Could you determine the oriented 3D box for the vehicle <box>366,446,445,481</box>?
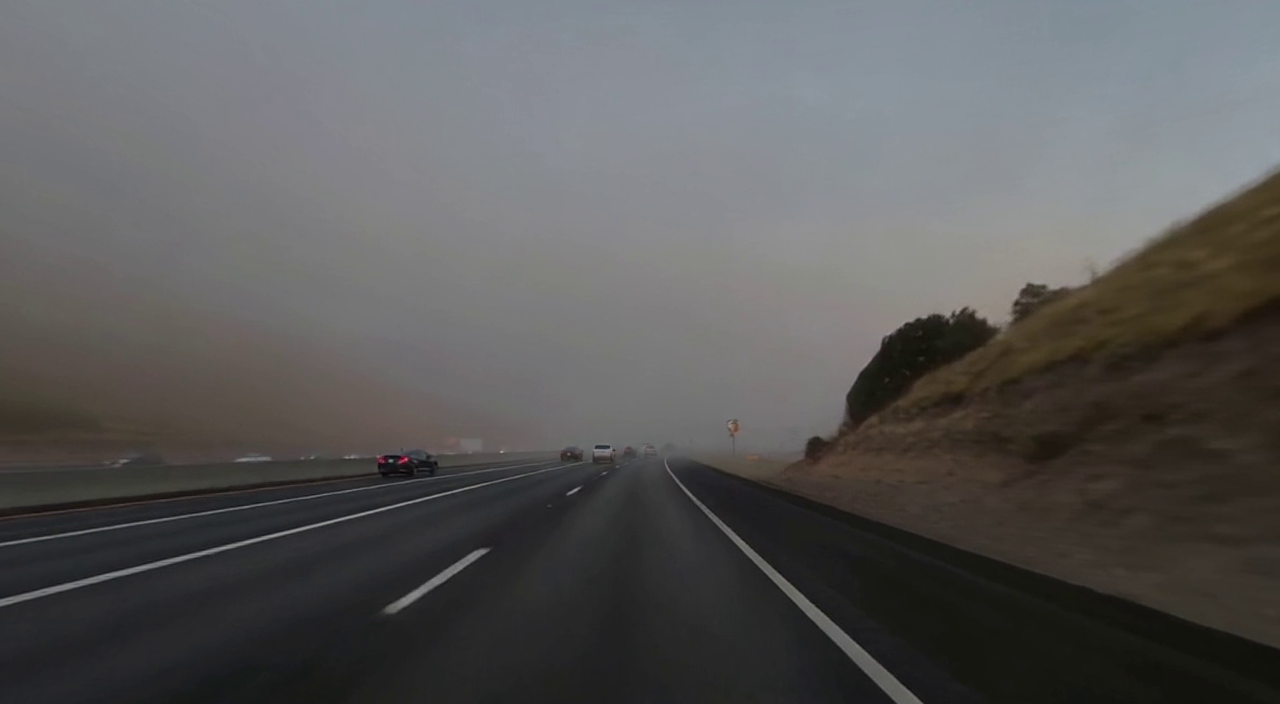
[{"bbox_3d":[-10.943,5.211,29.819,1.927,1.454,4.395,-1,-8,2],"label":"vehicle"}]
